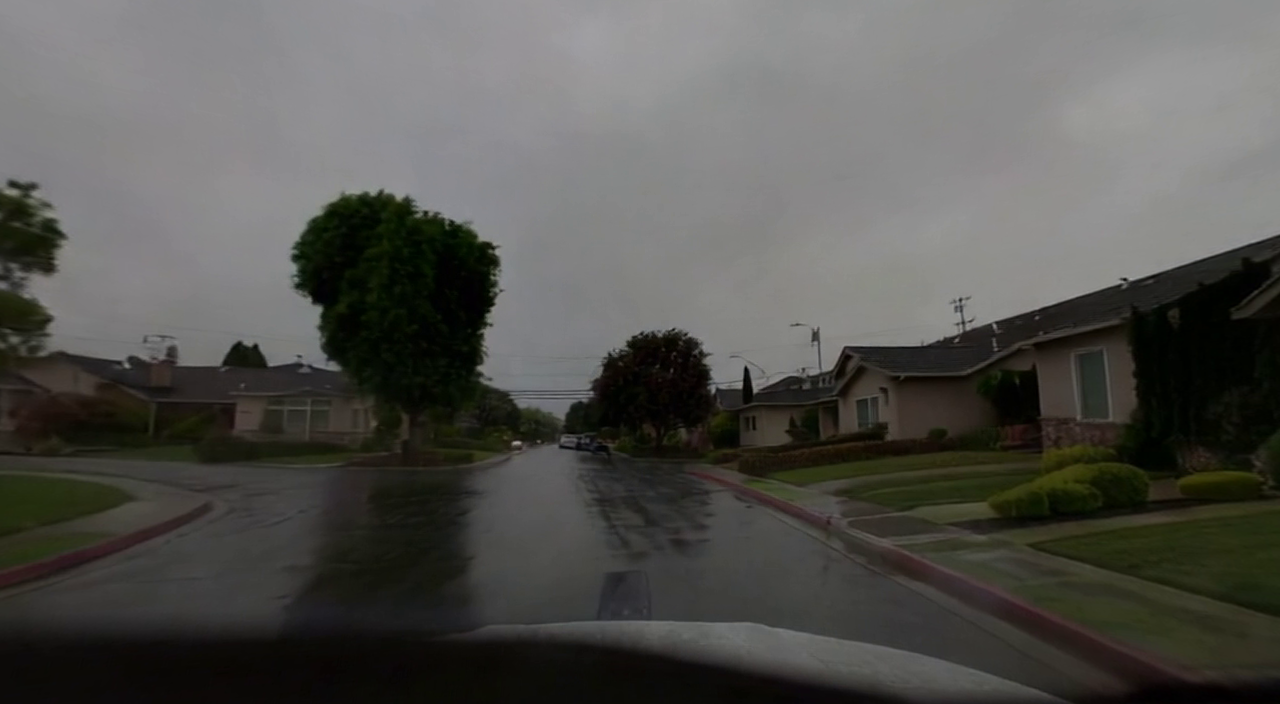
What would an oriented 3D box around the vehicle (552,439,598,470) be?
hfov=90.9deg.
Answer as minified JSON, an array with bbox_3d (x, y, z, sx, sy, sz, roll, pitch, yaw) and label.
[{"bbox_3d":[-4.140,6.570,40.784,2.180,1.752,4.700,-3,-8,3],"label":"vehicle"}]

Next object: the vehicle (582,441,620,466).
[{"bbox_3d":[-2.966,7.734,48.423,2.058,1.749,4.560,-3,-8,6],"label":"vehicle"}]
